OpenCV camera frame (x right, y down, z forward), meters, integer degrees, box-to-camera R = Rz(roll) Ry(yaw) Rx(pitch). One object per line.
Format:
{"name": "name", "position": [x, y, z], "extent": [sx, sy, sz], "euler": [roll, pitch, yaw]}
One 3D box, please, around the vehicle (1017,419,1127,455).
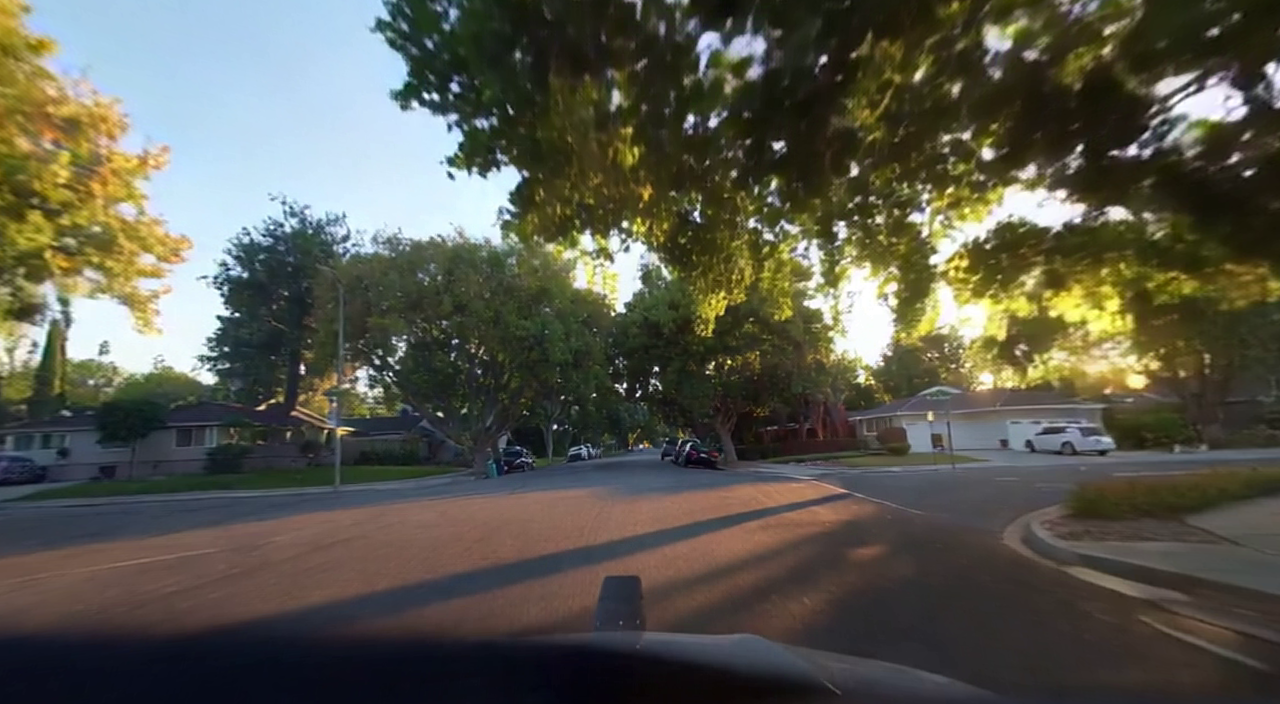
{"name": "vehicle", "position": [19.441, 3.892, 28.716], "extent": [1.839, 1.466, 4.486], "euler": [1, -8, 1]}

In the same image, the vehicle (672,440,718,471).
{"name": "vehicle", "position": [2.892, 5.504, 33.811], "extent": [1.881, 1.487, 4.183], "euler": [0, -8, -3]}
